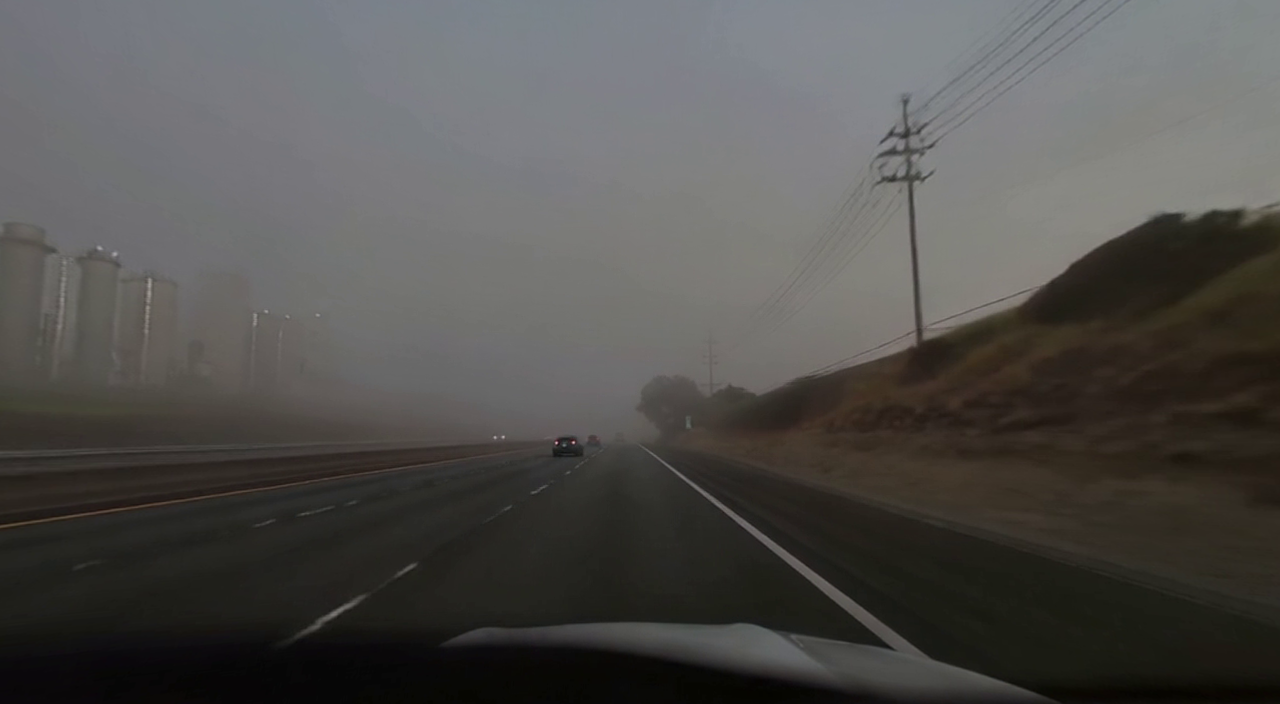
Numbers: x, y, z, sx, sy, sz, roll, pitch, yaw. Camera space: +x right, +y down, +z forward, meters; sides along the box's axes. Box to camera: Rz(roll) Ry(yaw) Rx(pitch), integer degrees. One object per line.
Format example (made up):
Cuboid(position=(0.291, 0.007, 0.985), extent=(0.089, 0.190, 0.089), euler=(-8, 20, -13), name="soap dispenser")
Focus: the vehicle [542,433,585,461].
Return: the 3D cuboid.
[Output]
Cuboid(position=(-4.139, 5.182, 34.574), extent=(1.952, 1.462, 3.969), euler=(0, -8, -1), name="vehicle")
